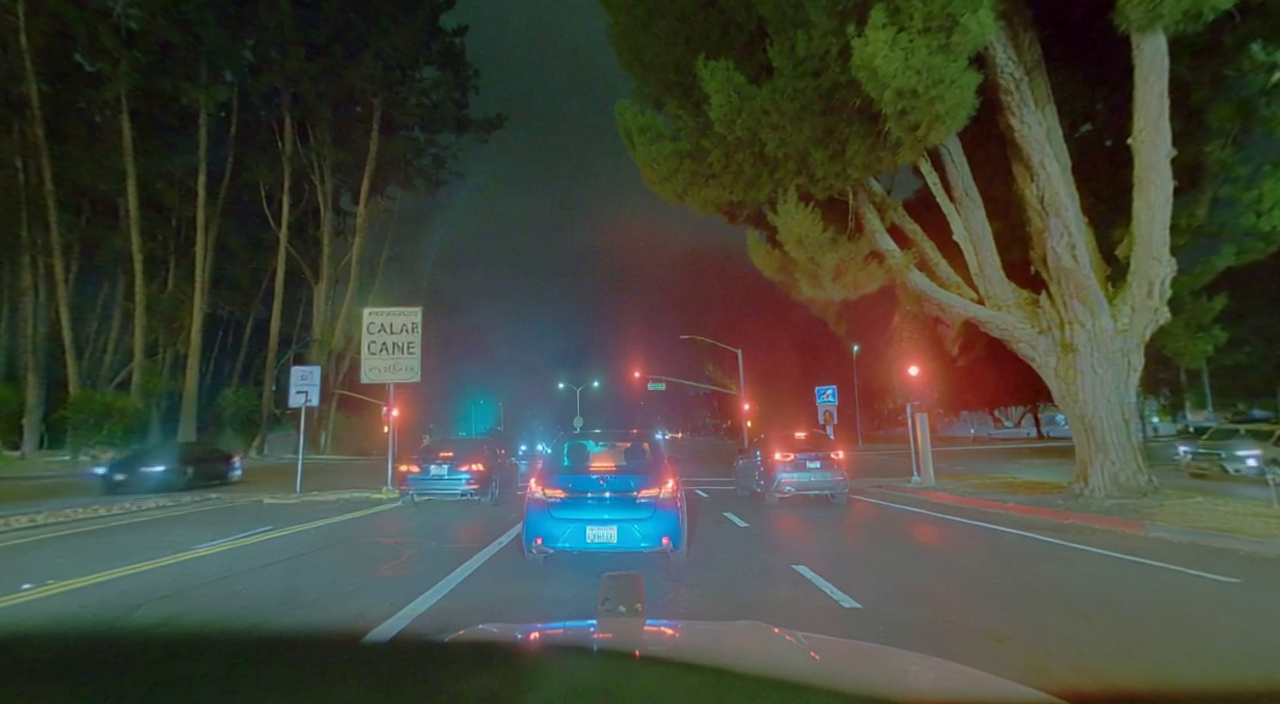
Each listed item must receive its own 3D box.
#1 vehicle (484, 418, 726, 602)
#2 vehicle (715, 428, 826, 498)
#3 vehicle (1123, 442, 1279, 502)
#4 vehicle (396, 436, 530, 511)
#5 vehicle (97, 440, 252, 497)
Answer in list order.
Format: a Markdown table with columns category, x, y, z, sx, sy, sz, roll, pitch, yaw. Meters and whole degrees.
| category | x | y | z | sx | sy | sz | roll | pitch | yaw |
| --- | --- | --- | --- | --- | --- | --- | --- | --- | --- |
| vehicle | -0.355 | 1.642 | 7.503 | 2.045 | 1.533 | 4.183 | 0 | -8 | -2 |
| vehicle | 3.421 | 3.011 | 17.507 | 2.028 | 1.678 | 4.220 | 0 | -8 | -2 |
| vehicle | 15.180 | 3.032 | 16.272 | 3.951 | 1.418 | 1.842 | 0 | -8 | -3 |
| vehicle | -3.782 | 2.659 | 14.271 | 1.998 | 1.452 | 3.773 | 0 | -8 | -1 |
| vehicle | -16.260 | 4.042 | 22.447 | 2.101 | 1.776 | 4.550 | 0 | -8 | -2 |
